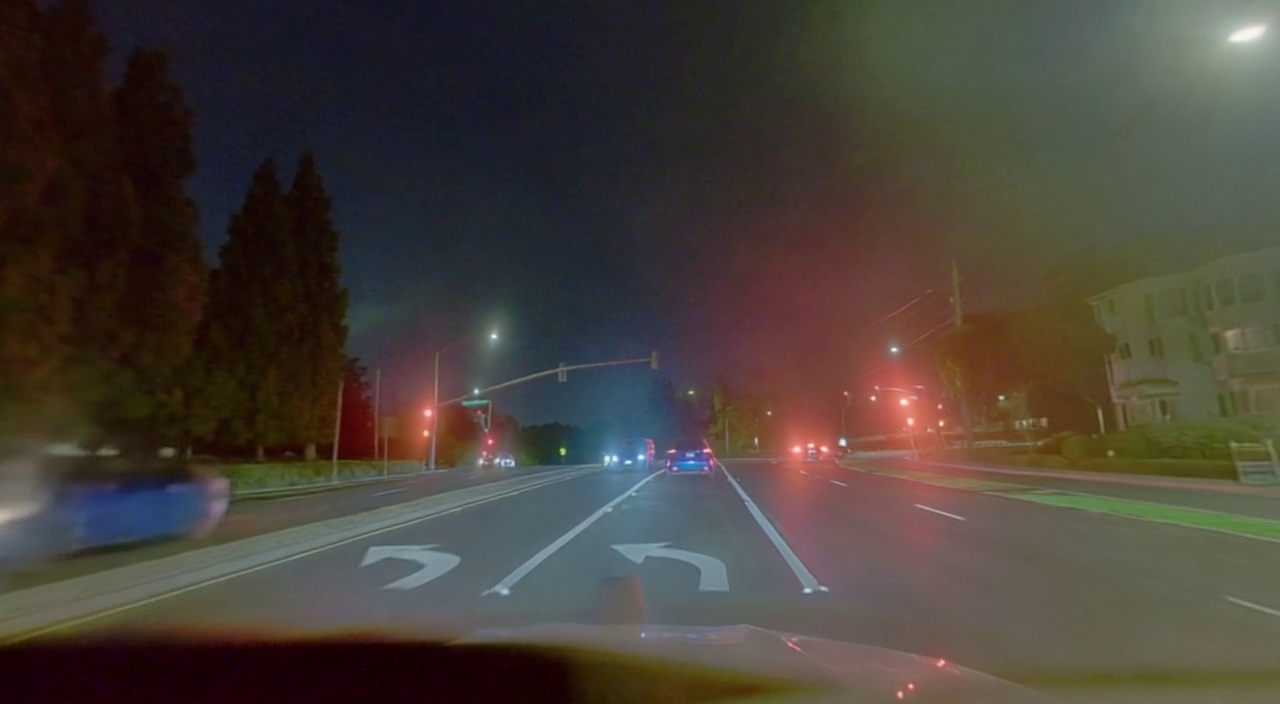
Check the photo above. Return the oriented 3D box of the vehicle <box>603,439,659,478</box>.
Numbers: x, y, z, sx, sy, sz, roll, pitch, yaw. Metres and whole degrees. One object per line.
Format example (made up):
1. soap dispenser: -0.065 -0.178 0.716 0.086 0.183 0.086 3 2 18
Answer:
1. vehicle: -0.297 4.448 26.629 1.923 1.498 3.887 -1 -9 5

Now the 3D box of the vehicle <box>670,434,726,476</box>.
1. vehicle: 2.572 4.580 28.263 2.286 1.701 4.395 -1 -8 4

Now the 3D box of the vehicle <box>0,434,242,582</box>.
1. vehicle: -8.229 2.050 9.014 2.029 1.667 4.504 -1 -8 2
